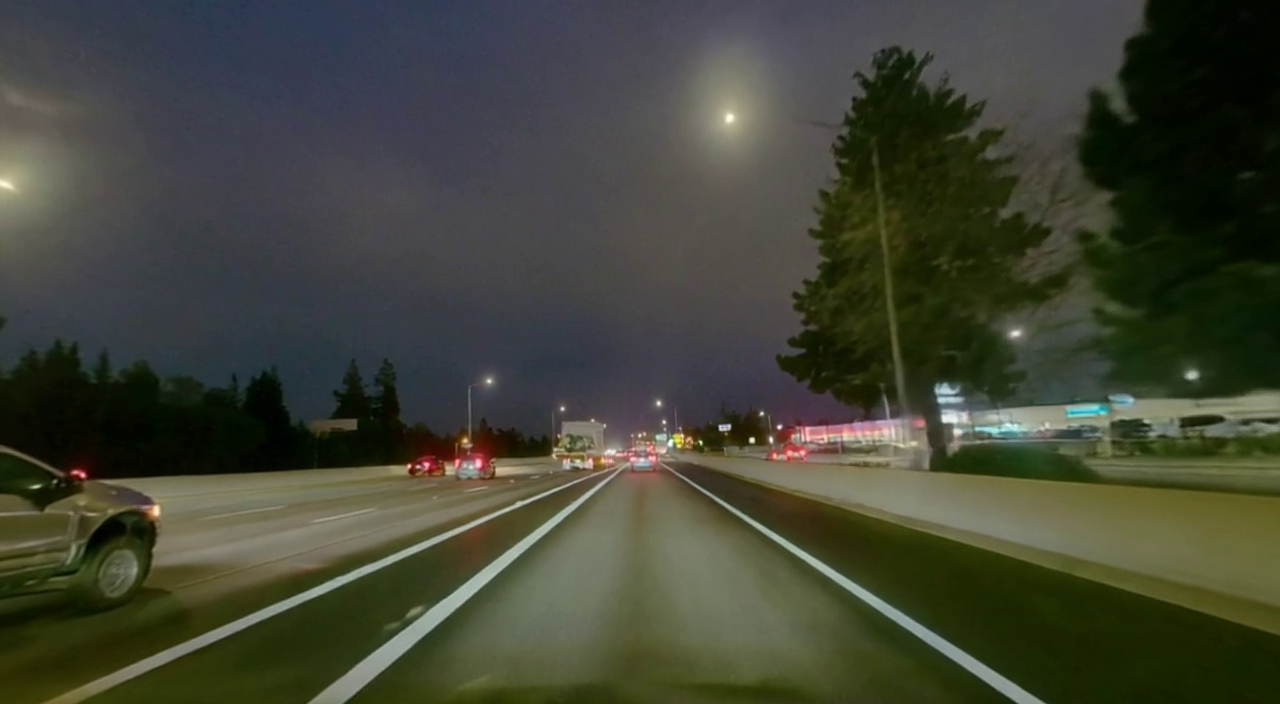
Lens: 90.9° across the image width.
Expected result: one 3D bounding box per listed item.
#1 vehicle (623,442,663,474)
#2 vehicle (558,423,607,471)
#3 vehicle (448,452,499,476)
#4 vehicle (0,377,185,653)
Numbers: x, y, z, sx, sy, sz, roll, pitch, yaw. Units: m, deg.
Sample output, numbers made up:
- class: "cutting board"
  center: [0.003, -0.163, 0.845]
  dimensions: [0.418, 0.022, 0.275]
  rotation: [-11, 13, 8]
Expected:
- class: "vehicle"
  center: [0.171, 6.272, 37.564]
  dimensions: [2.227, 1.794, 4.646]
  rotation: [0, -9, 1]
- class: "vehicle"
  center: [-4.374, 7.472, 49.667]
  dimensions: [2.796, 3.426, 8.553]
  rotation: [-1, -9, 2]
- class: "vehicle"
  center: [-11.125, 7.519, 42.529]
  dimensions: [1.928, 1.480, 4.823]
  rotation: [-1, -9, 2]
- class: "vehicle"
  center: [-5.338, 0.963, 3.404]
  dimensions: [2.200, 1.793, 4.586]
  rotation: [-1, -9, 2]
